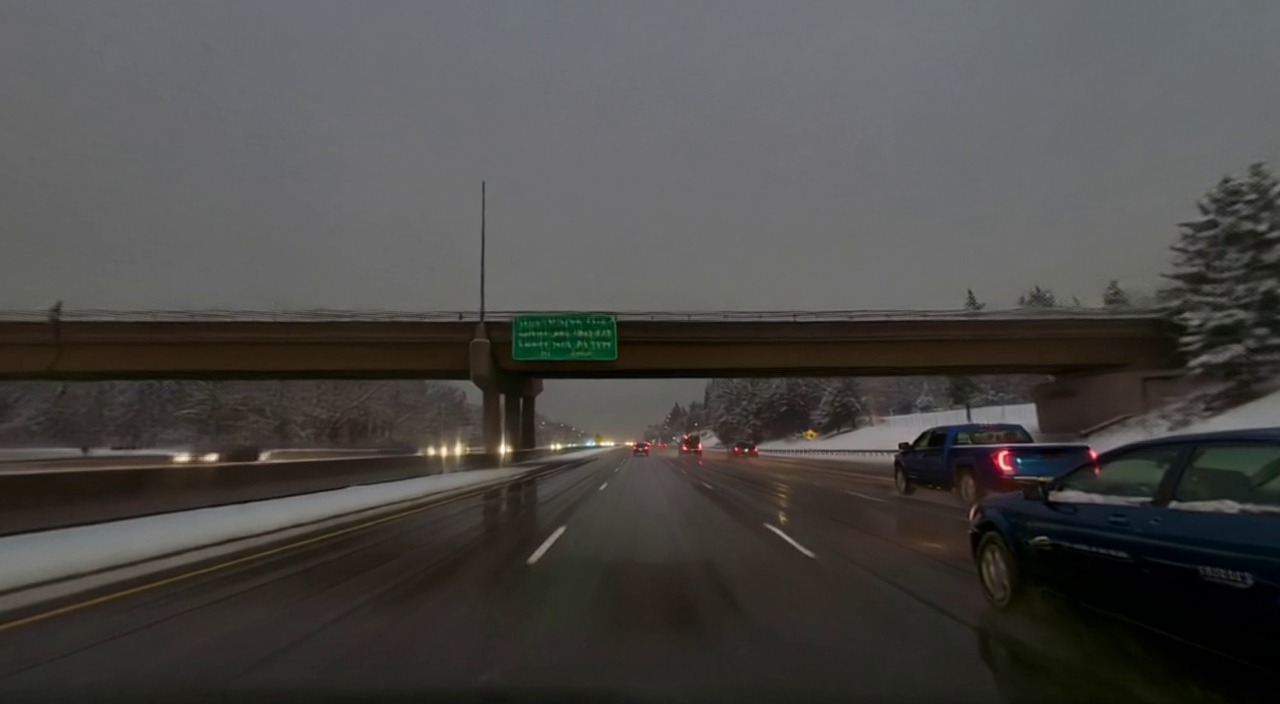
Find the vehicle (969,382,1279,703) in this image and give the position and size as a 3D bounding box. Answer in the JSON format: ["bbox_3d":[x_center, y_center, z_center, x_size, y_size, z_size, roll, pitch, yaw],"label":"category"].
[{"bbox_3d":[3.251,0.808,1.742,2.119,1.524,4.807,0,-8,0],"label":"vehicle"}]

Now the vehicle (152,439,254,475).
[{"bbox_3d":[-21.749,5.232,31.620,1.945,1.661,4.387,0,-8,0],"label":"vehicle"}]

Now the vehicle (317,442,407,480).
[{"bbox_3d":[-11.735,4.606,26.939,1.850,1.465,4.257,0,-8,1],"label":"vehicle"}]

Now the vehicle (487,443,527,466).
[{"bbox_3d":[-9.290,7.193,44.514,1.865,1.481,4.492,0,-8,0],"label":"vehicle"}]
